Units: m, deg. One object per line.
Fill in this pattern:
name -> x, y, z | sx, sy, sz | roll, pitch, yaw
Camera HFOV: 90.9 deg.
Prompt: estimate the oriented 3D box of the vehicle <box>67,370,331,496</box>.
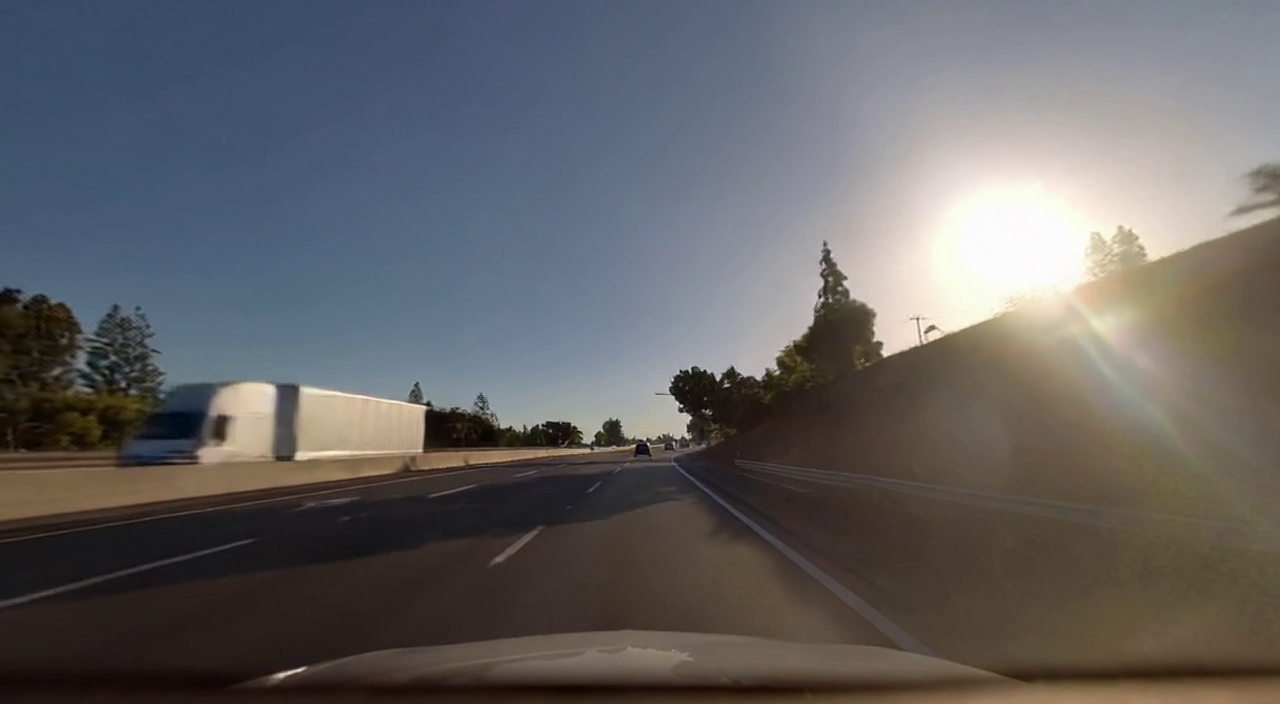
vehicle -> -16.285, 3.245, 24.771 | 3.036, 3.971, 9.692 | 0, -8, 2
